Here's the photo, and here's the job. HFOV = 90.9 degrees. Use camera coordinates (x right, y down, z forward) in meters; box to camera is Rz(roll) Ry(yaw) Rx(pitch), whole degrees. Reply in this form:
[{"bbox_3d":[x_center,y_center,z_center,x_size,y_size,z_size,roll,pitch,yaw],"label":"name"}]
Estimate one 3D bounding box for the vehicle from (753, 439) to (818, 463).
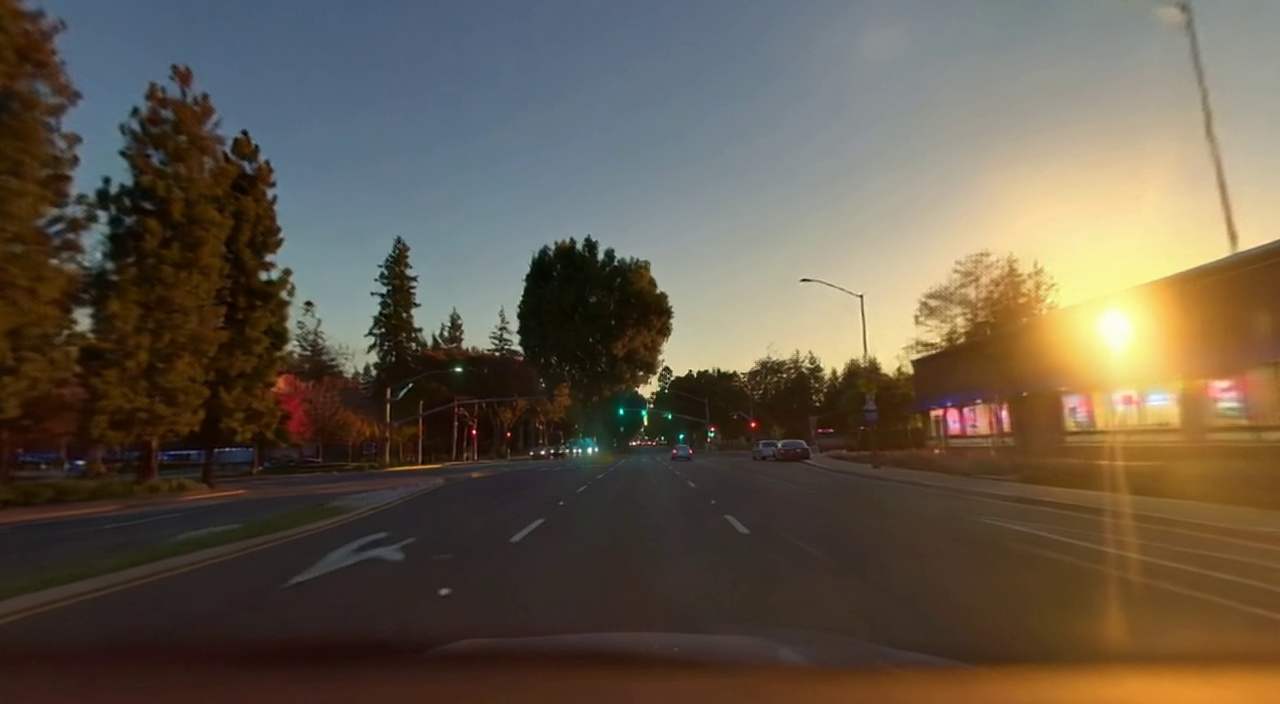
[{"bbox_3d":[9.945,6.793,43.374,4.007,1.591,1.915,-1,-8,3],"label":"vehicle"}]
